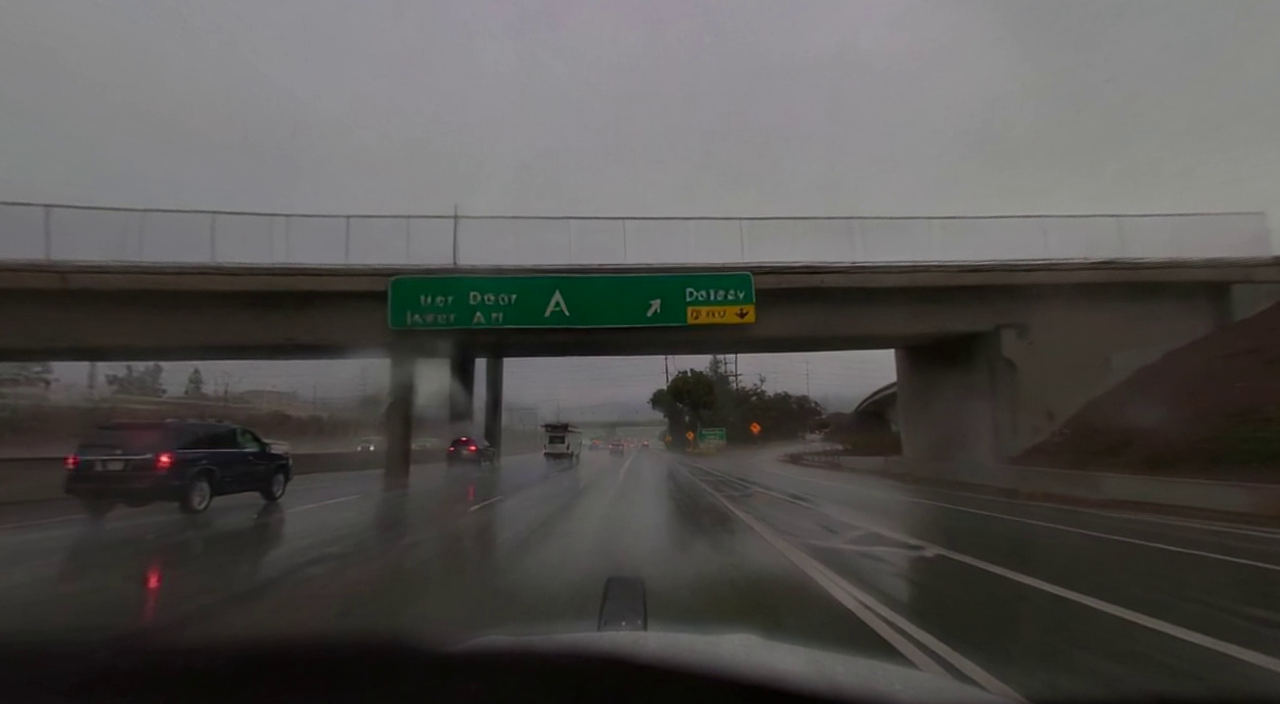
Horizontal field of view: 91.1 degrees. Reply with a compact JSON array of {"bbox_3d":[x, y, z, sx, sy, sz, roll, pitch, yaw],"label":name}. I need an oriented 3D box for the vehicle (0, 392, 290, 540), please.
[{"bbox_3d":[-8.392,1.847,10.681,2.179,1.948,4.618,0,-9,-1],"label":"vehicle"}]

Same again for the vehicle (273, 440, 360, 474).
[{"bbox_3d":[-15.459,5.021,30.303,1.863,1.499,4.455,0,-9,-1],"label":"vehicle"}]

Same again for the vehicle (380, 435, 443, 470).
[{"bbox_3d":[-12.248,5.423,33.926,1.900,1.726,4.236,0,-9,-1],"label":"vehicle"}]

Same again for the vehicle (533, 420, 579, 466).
[{"bbox_3d":[-5.535,6.140,42.405,2.301,2.843,6.458,0,-9,-1],"label":"vehicle"}]

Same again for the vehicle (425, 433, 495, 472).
[{"bbox_3d":[-8.874,5.015,31.426,2.109,1.784,4.709,0,-9,0],"label":"vehicle"}]
